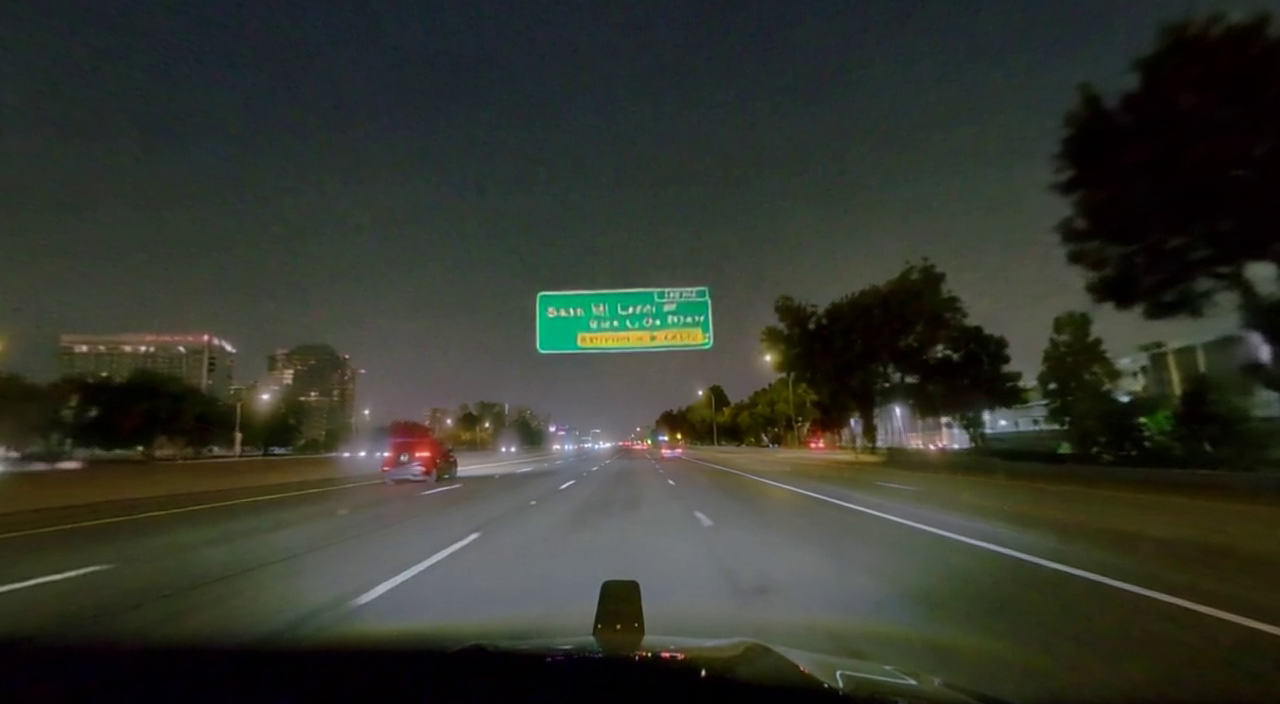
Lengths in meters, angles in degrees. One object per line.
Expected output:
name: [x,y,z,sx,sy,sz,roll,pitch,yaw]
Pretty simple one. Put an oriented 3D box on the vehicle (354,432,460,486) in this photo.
vehicle: [-8.048,3.736,22.349,2.089,1.724,4.327,0,-8,0]
